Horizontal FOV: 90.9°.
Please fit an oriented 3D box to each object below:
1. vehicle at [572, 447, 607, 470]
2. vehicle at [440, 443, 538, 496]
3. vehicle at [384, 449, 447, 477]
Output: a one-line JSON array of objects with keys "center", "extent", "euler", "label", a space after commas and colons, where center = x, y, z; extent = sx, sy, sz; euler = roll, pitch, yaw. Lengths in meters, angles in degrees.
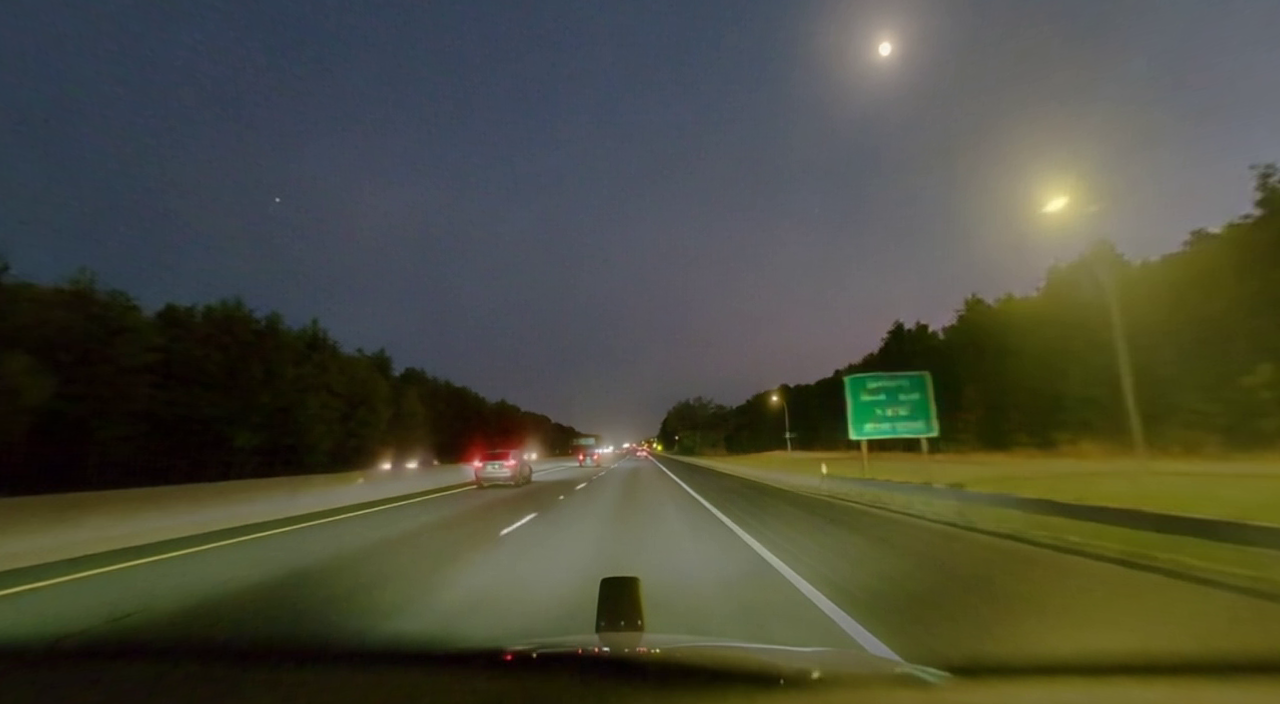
[{"center": [-3.381, 7.177, 42.573], "extent": [2.005, 1.474, 3.921], "euler": [0, -9, 1], "label": "vehicle"}, {"center": [-4.740, 3.755, 20.534], "extent": [1.975, 1.501, 4.603], "euler": [0, -9, 1], "label": "vehicle"}, {"center": [-13.600, 6.747, 38.482], "extent": [1.928, 1.584, 5.200], "euler": [0, -9, 0], "label": "vehicle"}]
